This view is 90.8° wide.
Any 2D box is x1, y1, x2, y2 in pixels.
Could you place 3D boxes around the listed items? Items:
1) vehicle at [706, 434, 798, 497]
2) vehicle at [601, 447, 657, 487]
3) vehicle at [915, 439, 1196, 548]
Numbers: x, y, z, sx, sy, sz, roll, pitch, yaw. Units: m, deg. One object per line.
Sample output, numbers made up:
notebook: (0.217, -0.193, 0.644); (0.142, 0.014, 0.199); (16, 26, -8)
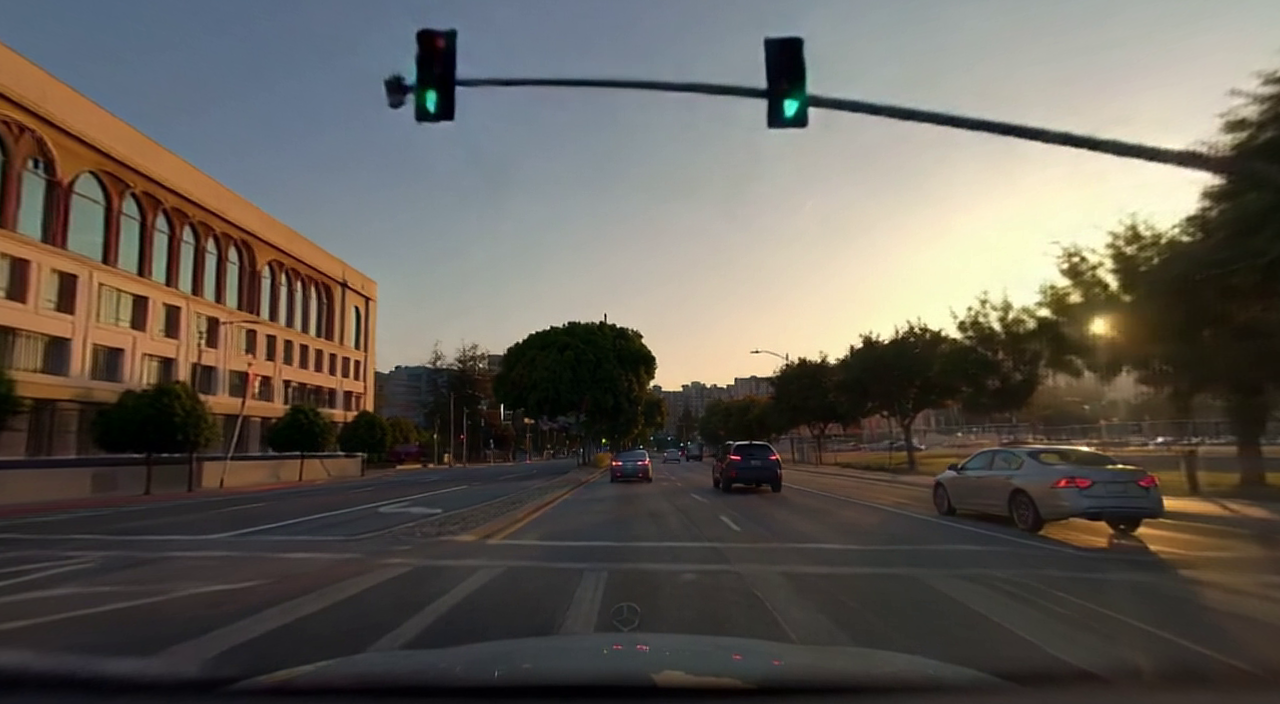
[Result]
vehicle: (3.440, 3.578, 20.296); (2.036, 1.757, 4.300); (0, -8, -1)
vehicle: (-0.434, 4.499, 25.114); (2.054, 1.446, 3.969); (0, -8, -1)
vehicle: (6.677, 2.268, 10.899); (1.868, 1.472, 4.274); (0, -8, -1)
